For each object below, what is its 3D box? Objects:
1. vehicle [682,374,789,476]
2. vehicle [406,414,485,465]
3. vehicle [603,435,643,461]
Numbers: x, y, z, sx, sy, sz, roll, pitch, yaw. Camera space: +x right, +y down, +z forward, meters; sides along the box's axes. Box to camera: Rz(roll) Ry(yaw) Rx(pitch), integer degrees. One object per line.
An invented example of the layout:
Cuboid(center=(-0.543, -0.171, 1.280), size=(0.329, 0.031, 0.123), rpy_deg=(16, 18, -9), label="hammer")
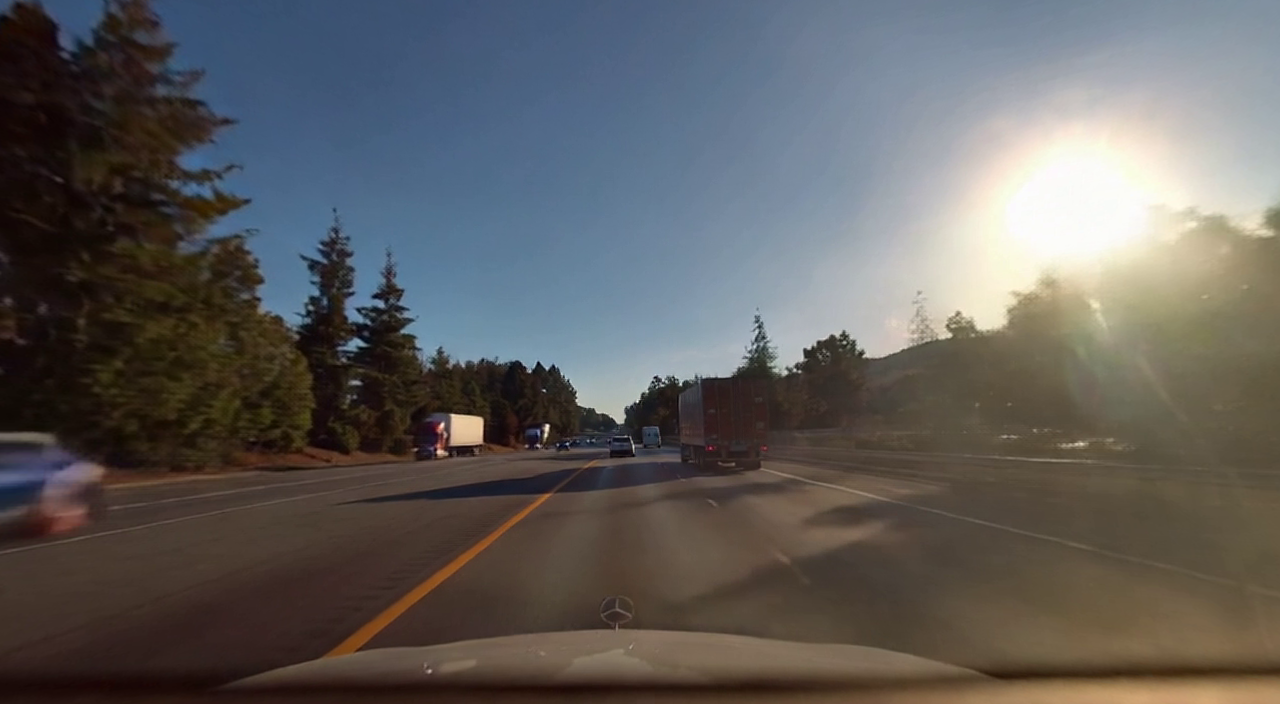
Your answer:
Cuboid(center=(3.595, 3.075, 26.105), size=(2.921, 3.526, 8.207), rpy_deg=(0, -8, -2), label="vehicle")
Cuboid(center=(-14.382, 6.602, 47.680), size=(2.961, 3.458, 9.579), rpy_deg=(0, -8, 0), label="vehicle")
Cuboid(center=(-0.987, 5.733, 37.805), size=(2.259, 1.466, 3.693), rpy_deg=(0, -8, -1), label="vehicle")
